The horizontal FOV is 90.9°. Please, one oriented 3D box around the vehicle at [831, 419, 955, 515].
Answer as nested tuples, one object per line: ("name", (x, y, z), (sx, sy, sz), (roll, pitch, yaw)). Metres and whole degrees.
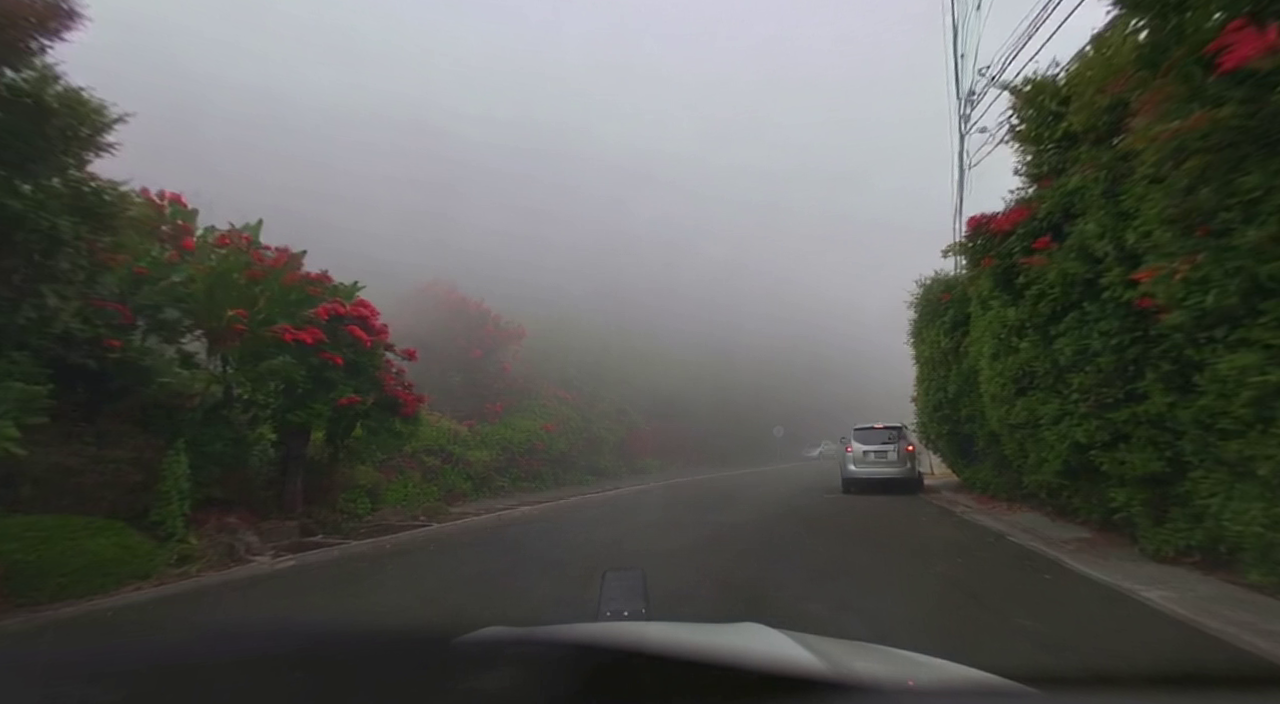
("vehicle", (6.190, 2.761, 15.756), (2.311, 1.909, 5.570), (-3, -9, 20))
